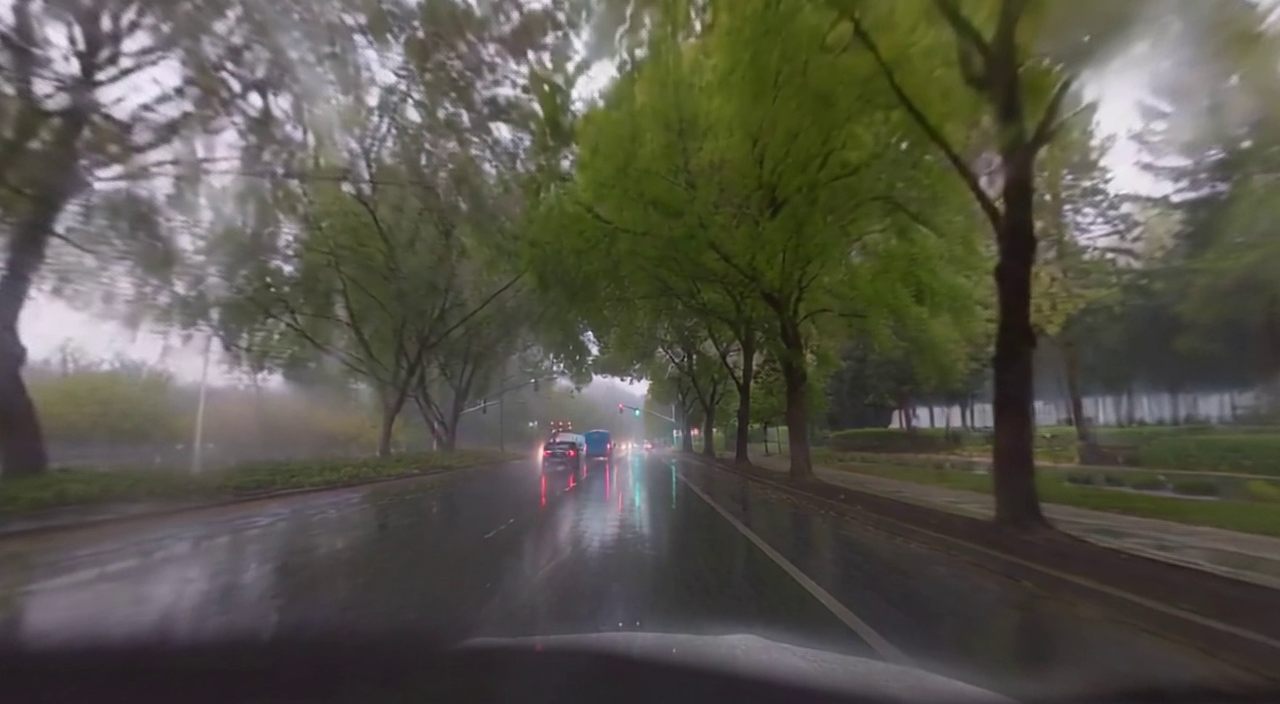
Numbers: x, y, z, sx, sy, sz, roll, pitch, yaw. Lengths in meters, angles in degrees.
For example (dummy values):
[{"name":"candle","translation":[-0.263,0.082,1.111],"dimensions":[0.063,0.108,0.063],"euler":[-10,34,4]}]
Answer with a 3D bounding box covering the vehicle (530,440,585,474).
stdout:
[{"name":"vehicle","translation":[-3.842,4.955,30.012],"dimensions":[2.009,1.473,4.028],"euler":[0,-8,1]}]
